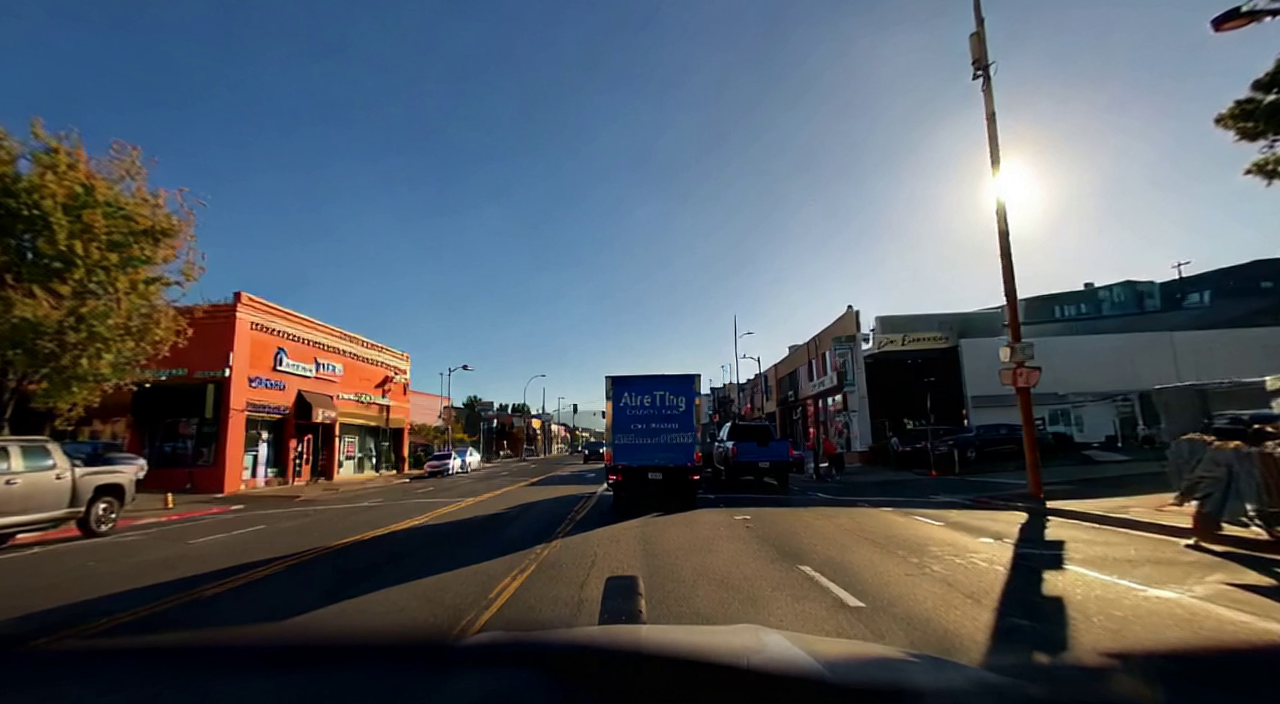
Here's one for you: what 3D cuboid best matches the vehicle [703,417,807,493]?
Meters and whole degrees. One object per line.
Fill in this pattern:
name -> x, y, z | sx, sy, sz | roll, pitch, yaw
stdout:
vehicle -> 3.441, 3.236, 20.029 | 2.346, 2.062, 5.236 | 0, -8, 0

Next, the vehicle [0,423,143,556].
vehicle -> -13.030, 2.613, 12.041 | 2.404, 2.420, 5.460 | 0, -9, 1

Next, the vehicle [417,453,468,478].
vehicle -> -13.129, 7.548, 41.963 | 1.901, 1.508, 4.405 | 0, -8, 1

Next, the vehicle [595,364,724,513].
vehicle -> 0.285, 2.145, 15.531 | 2.517, 2.926, 6.177 | 0, -9, -2

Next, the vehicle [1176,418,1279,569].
vehicle -> 9.560, 1.620, 7.315 | 4.463, 1.677, 2.003 | -3, -9, 16
